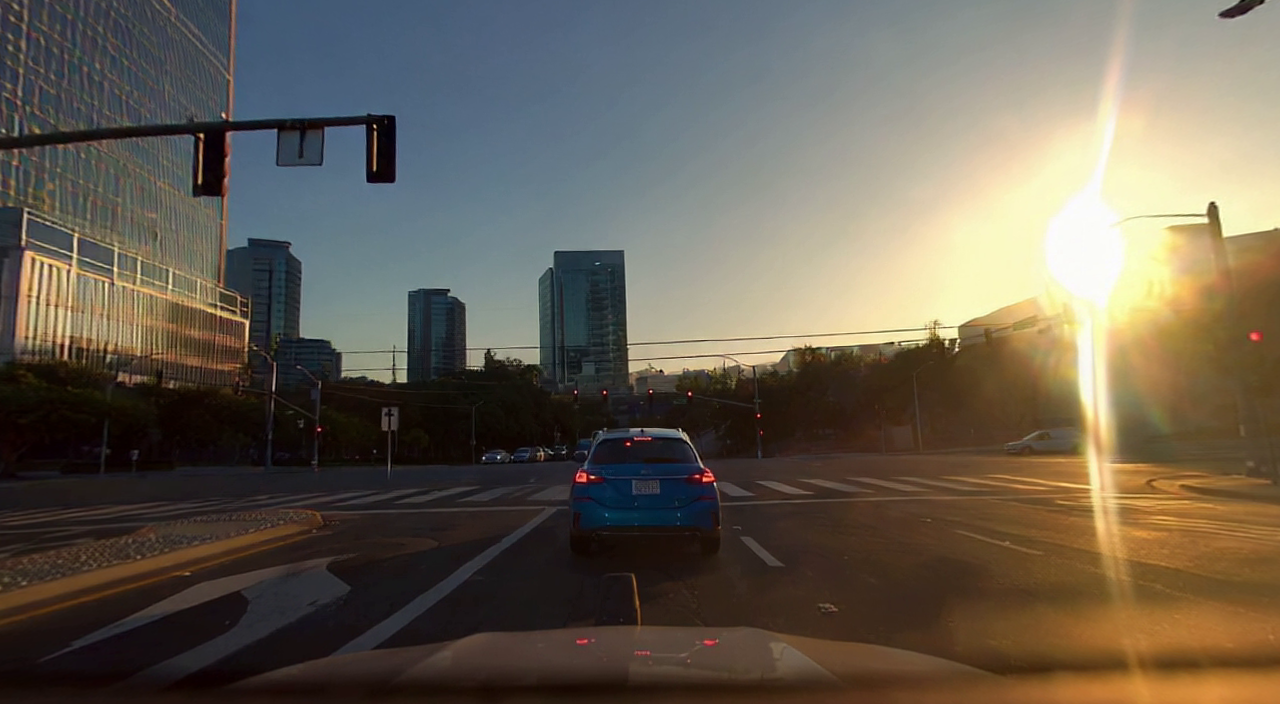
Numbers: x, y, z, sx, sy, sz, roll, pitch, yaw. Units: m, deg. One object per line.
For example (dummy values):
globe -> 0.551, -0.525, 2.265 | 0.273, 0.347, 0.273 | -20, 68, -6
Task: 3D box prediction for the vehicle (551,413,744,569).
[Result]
vehicle -> 0.035, 1.757, 8.705 | 2.027, 1.626, 3.942 | 0, -8, -1
